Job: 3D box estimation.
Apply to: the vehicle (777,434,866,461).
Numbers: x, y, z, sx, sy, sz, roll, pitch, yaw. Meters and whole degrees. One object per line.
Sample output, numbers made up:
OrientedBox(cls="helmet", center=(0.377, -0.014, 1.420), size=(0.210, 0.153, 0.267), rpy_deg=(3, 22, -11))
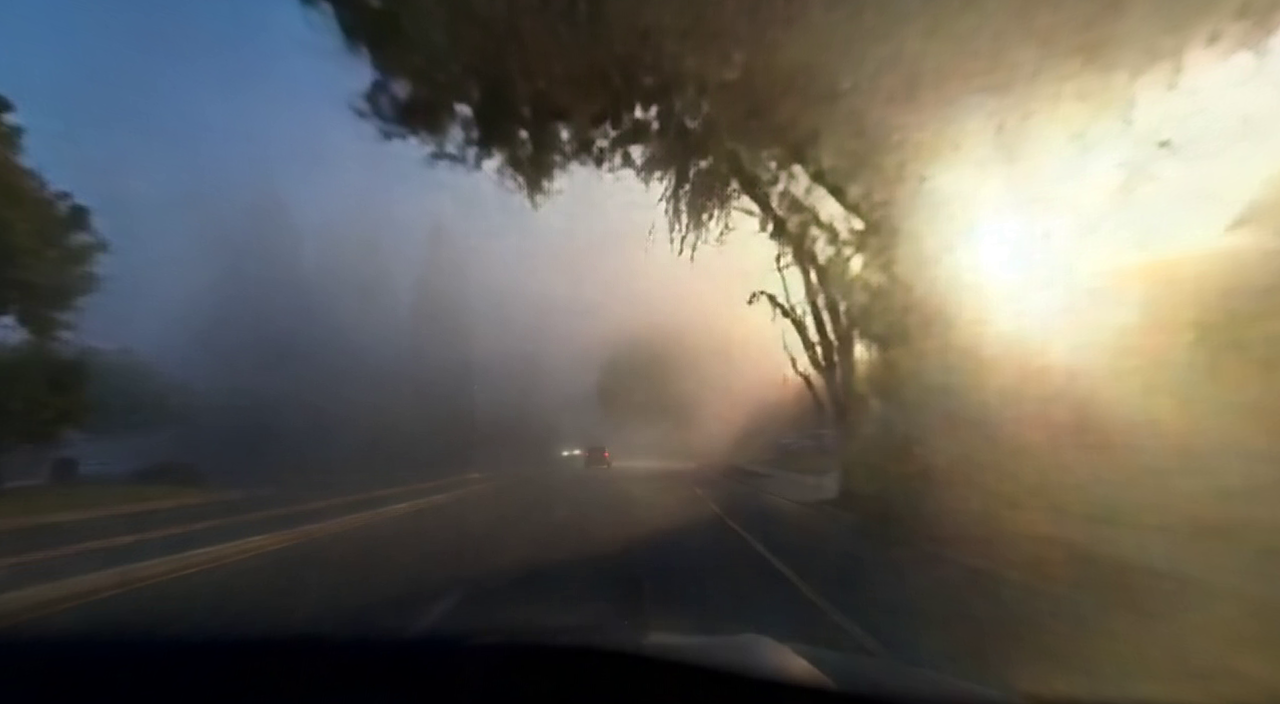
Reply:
OrientedBox(cls="vehicle", center=(10.653, 5.647, 37.174), size=(4.606, 1.525, 1.932), rpy_deg=(0, -8, 0))

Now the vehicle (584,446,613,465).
OrientedBox(cls="vehicle", center=(-3.173, 7.945, 48.671), size=(1.973, 1.400, 3.915), rpy_deg=(0, -8, 0))
